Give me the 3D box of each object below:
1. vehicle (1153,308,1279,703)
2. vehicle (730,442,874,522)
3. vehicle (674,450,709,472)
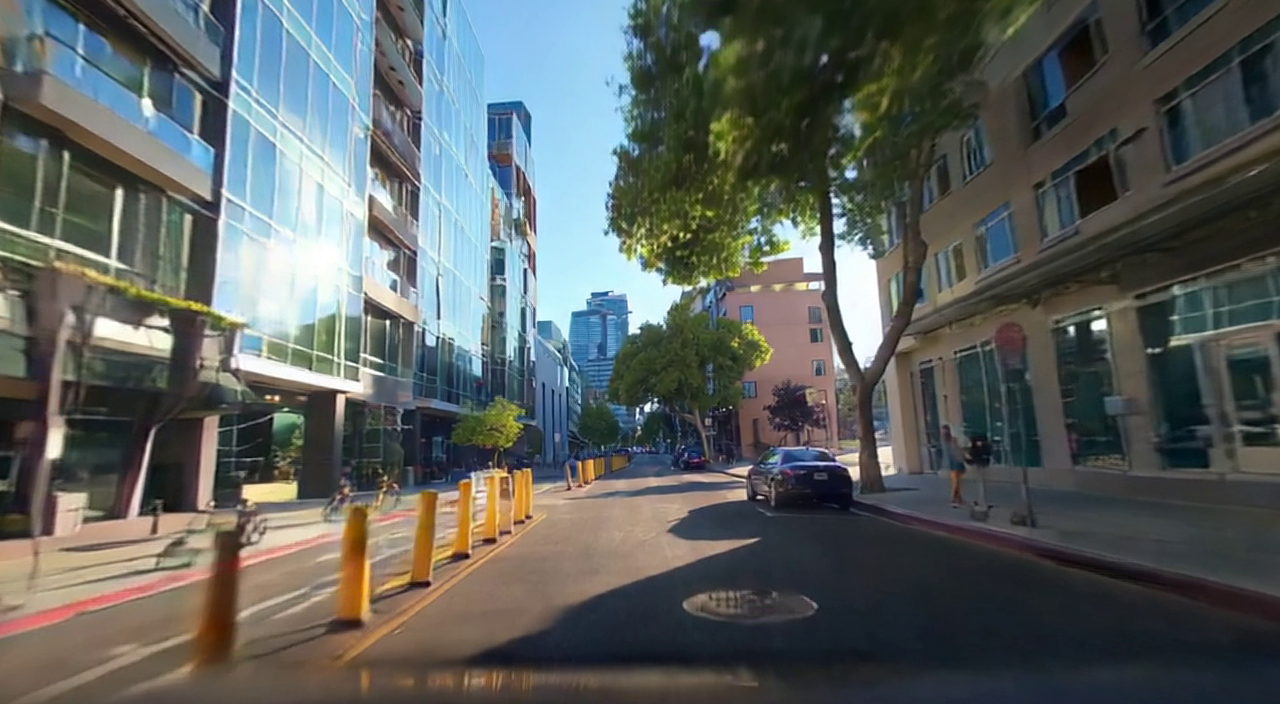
[{"bbox_3d":[3.729,0.466,0.712,2.180,1.869,4.736,-1,-9,-1],"label":"vehicle"},{"bbox_3d":[3.389,2.819,14.341,1.963,1.445,4.948,-1,-9,0],"label":"vehicle"},{"bbox_3d":[3.629,7.723,44.959,2.020,1.448,4.220,-1,-9,-1],"label":"vehicle"}]
